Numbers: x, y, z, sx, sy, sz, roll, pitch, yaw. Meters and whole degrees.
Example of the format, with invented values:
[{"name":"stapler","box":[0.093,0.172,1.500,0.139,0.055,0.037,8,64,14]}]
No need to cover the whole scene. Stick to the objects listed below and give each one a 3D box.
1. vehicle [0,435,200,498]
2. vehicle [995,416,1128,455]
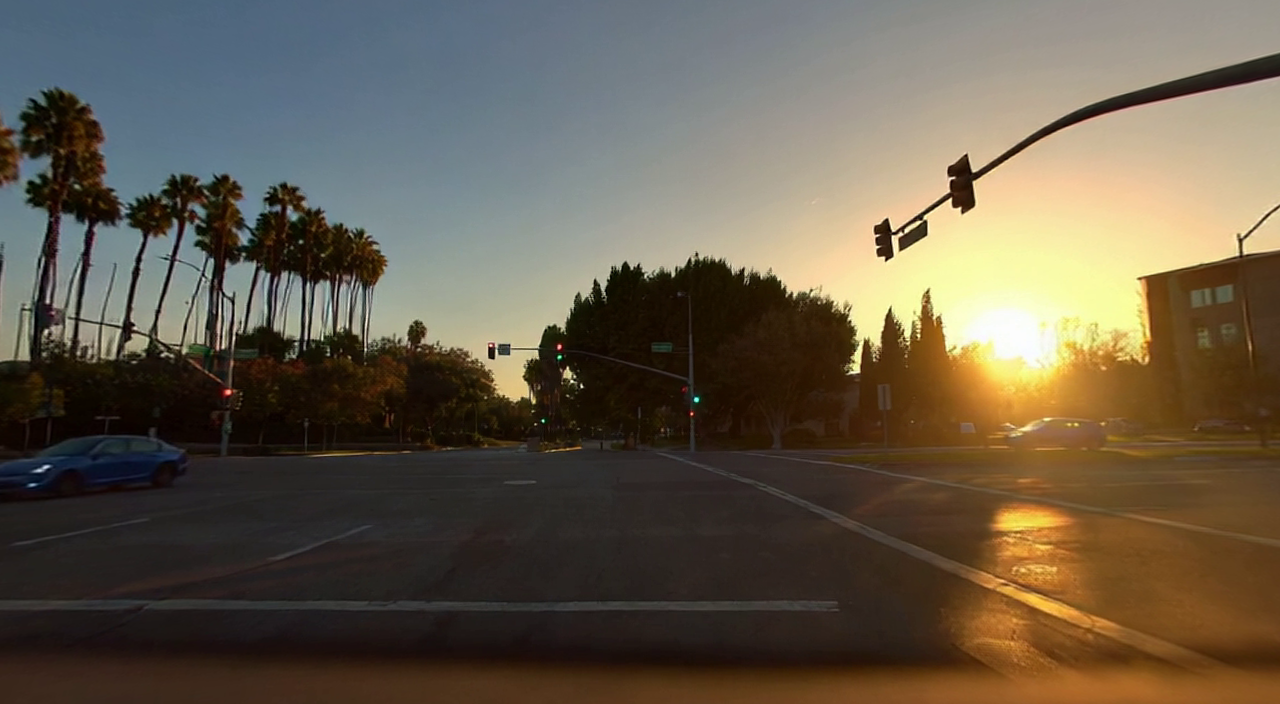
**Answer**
[{"name":"vehicle","box":[-14.406,3.004,16.903,2.042,1.472,4.345,0,-8,-1]},{"name":"vehicle","box":[19.898,3.980,29.783,4.820,1.751,2.050,0,-8,-1]}]
